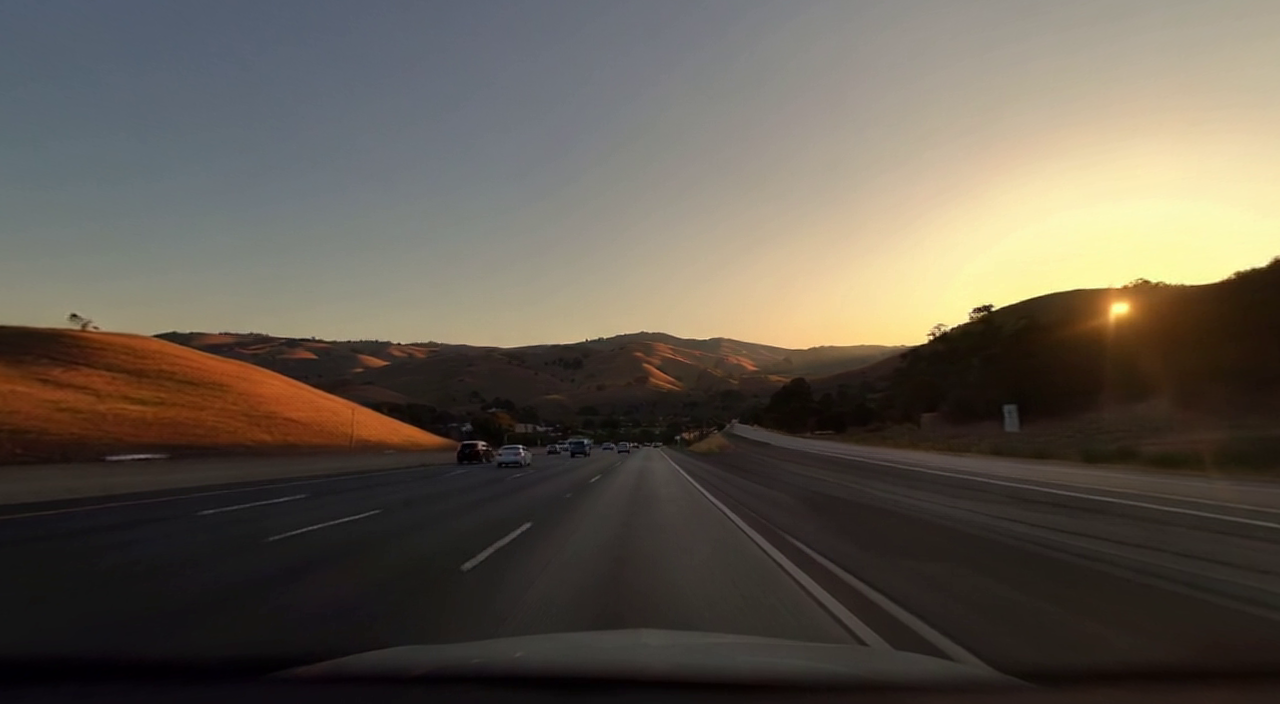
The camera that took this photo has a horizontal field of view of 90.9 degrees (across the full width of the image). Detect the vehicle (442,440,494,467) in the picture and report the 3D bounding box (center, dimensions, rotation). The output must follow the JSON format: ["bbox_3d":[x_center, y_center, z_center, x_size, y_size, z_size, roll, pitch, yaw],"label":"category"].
[{"bbox_3d":[-11.155,6.614,41.277,2.020,1.645,4.629,-1,-9,2],"label":"vehicle"}]

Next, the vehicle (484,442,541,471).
[{"bbox_3d":[-6.874,5.705,34.587,2.107,1.484,4.449,-1,-9,2],"label":"vehicle"}]
